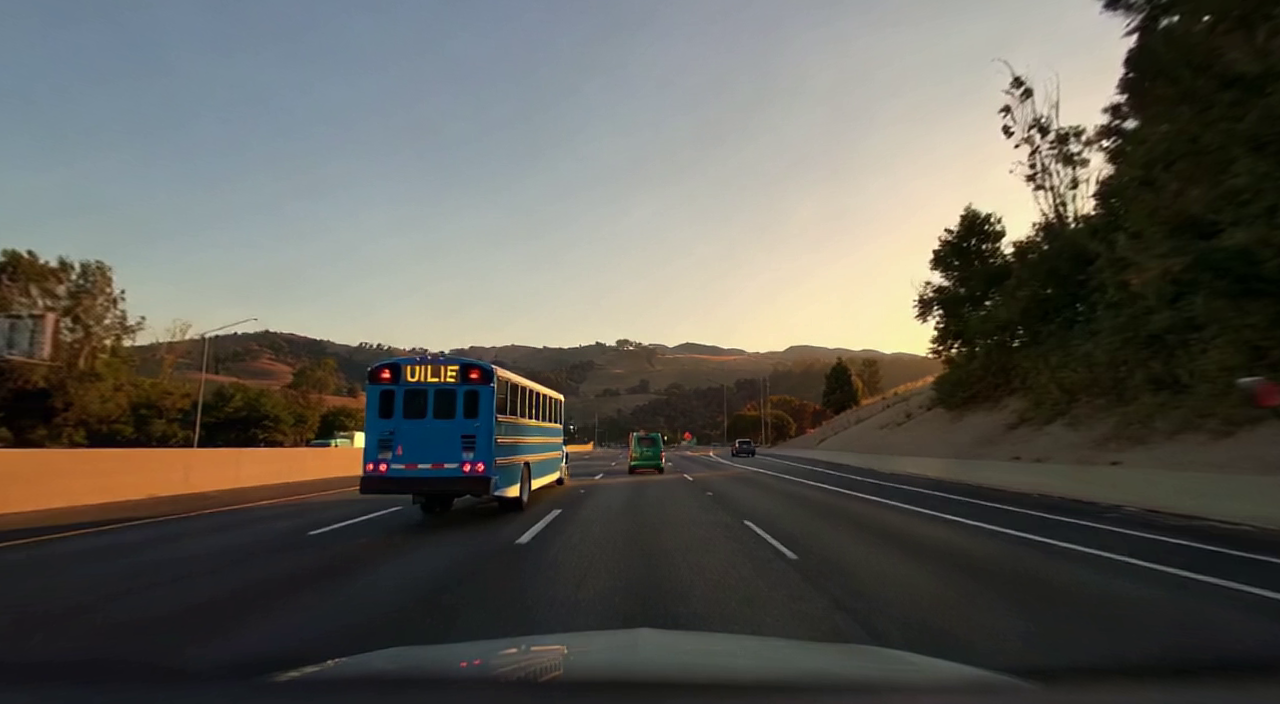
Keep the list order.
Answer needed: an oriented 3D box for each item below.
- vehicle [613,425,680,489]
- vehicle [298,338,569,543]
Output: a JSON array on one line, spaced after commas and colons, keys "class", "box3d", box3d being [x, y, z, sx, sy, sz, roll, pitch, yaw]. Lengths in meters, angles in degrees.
[{"class": "vehicle", "box3d": [0.156, 3.507, 21.403, 2.037, 1.929, 4.343, 0, -8, -1]}, {"class": "vehicle", "box3d": [-3.472, 1.861, 13.353, 2.947, 3.009, 7.991, 0, -8, 0]}]
